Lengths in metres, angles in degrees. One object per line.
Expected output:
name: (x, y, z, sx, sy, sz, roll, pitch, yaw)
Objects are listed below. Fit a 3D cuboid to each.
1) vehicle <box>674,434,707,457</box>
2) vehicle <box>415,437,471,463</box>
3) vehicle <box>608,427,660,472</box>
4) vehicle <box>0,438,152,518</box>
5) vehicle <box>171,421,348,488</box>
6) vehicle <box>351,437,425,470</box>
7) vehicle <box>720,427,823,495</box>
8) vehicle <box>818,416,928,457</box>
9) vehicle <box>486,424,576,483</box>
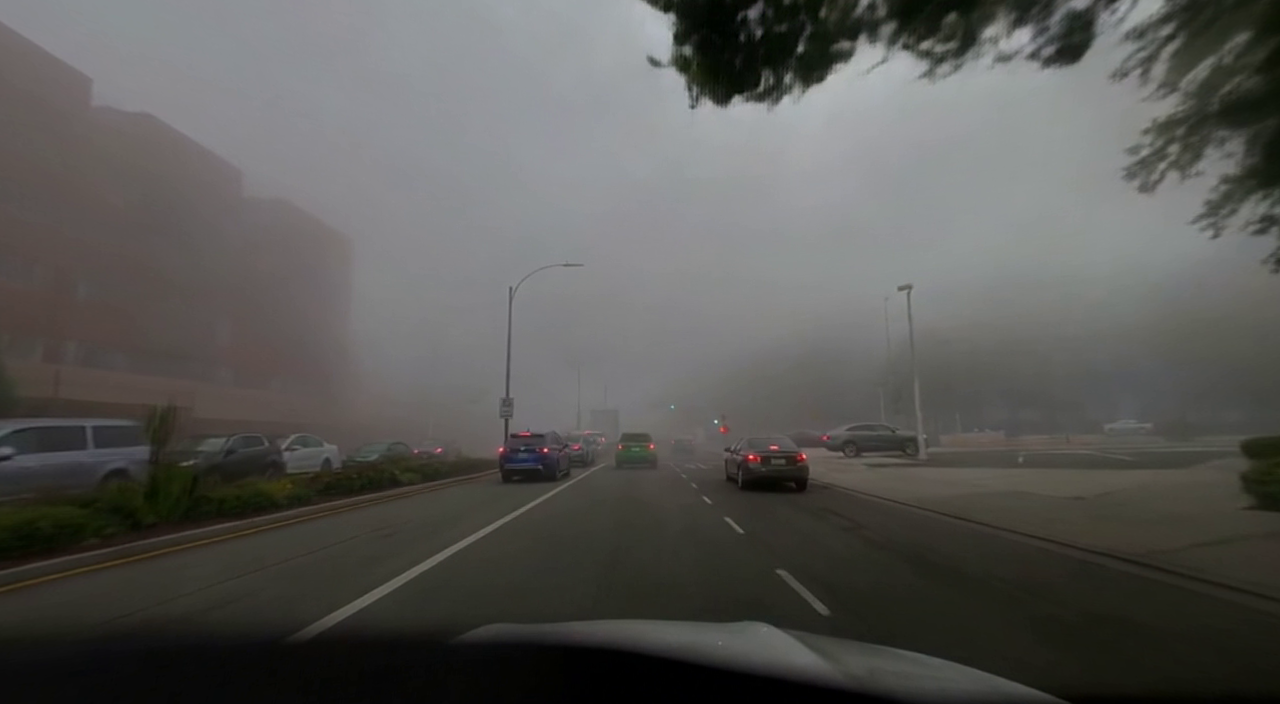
vehicle: (3.328, 6.282, 42.142, 1.948, 1.475, 4.093, 0, -8, 0)
vehicle: (-12.161, 6.066, 39.004, 1.924, 1.511, 4.640, 0, -8, 0)
vehicle: (-0.189, 4.062, 26.252, 2.022, 1.700, 4.084, 0, -8, 1)
vehicle: (-12.579, 2.480, 12.692, 1.824, 1.447, 4.442, 0, -8, 0)
vehicle: (-12.246, 3.348, 20.862, 2.245, 1.908, 5.613, 0, -8, 1)
vehicle: (-12.361, 5.020, 31.144, 1.843, 1.509, 4.301, 0, -8, 1)
vehicle: (3.284, 2.797, 16.421, 1.847, 1.554, 3.885, 0, -8, 0)
vehicle: (12.359, 4.547, 33.485, 4.991, 1.978, 2.090, -8, -12, 43)
vehicle: (-3.398, 3.282, 20.482, 2.047, 1.710, 4.314, 0, -8, 2)
